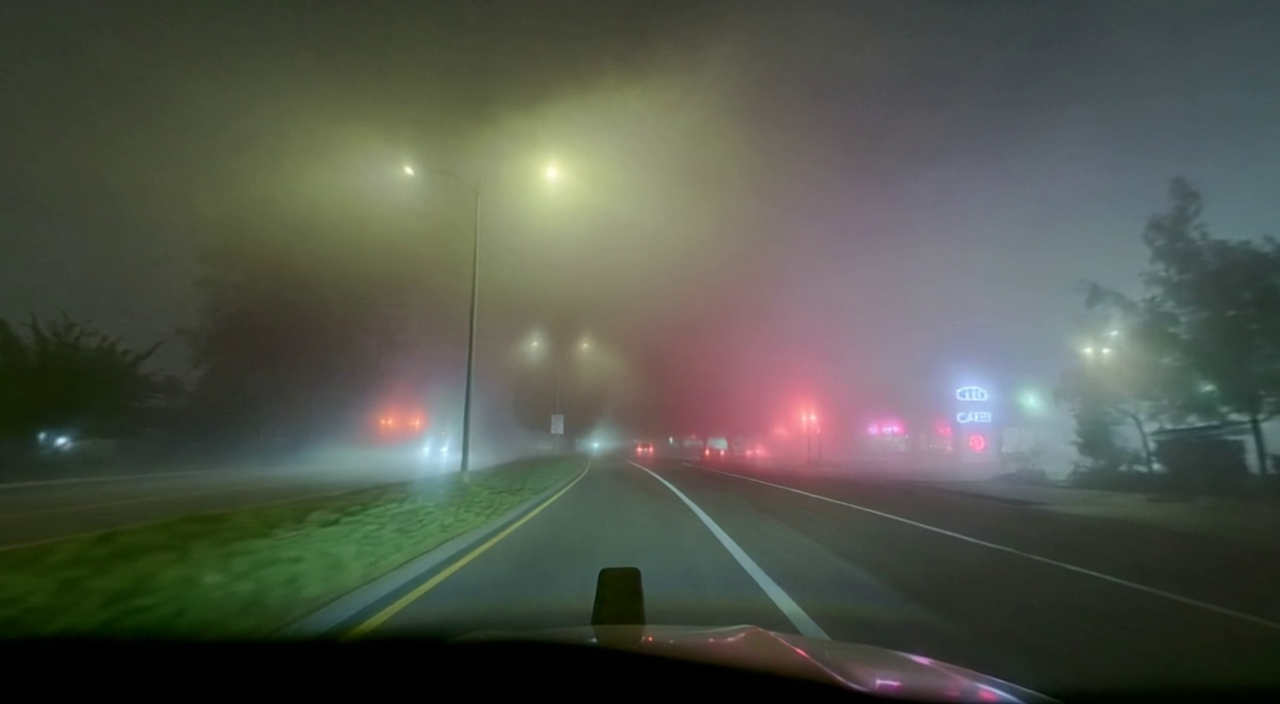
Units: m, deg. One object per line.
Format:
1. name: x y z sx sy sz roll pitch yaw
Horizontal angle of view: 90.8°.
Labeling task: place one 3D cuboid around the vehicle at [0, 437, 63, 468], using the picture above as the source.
1. vehicle: -31.066 4.907 31.033 3.606 1.434 1.790 1 -8 0

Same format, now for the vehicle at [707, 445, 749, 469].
1. vehicle: 5.670 6.813 41.230 1.876 1.474 4.126 1 -8 -5

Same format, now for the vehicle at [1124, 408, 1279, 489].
1. vehicle: 21.588 3.422 22.585 6.254 2.698 2.433 -5 -10 27

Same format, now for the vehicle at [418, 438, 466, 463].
1. vehicle: -14.933 7.482 47.952 2.058 1.770 5.291 0 -8 -1

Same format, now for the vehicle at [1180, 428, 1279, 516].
1. vehicle: 16.011 3.004 16.341 5.251 1.946 2.114 7 -11 -40
